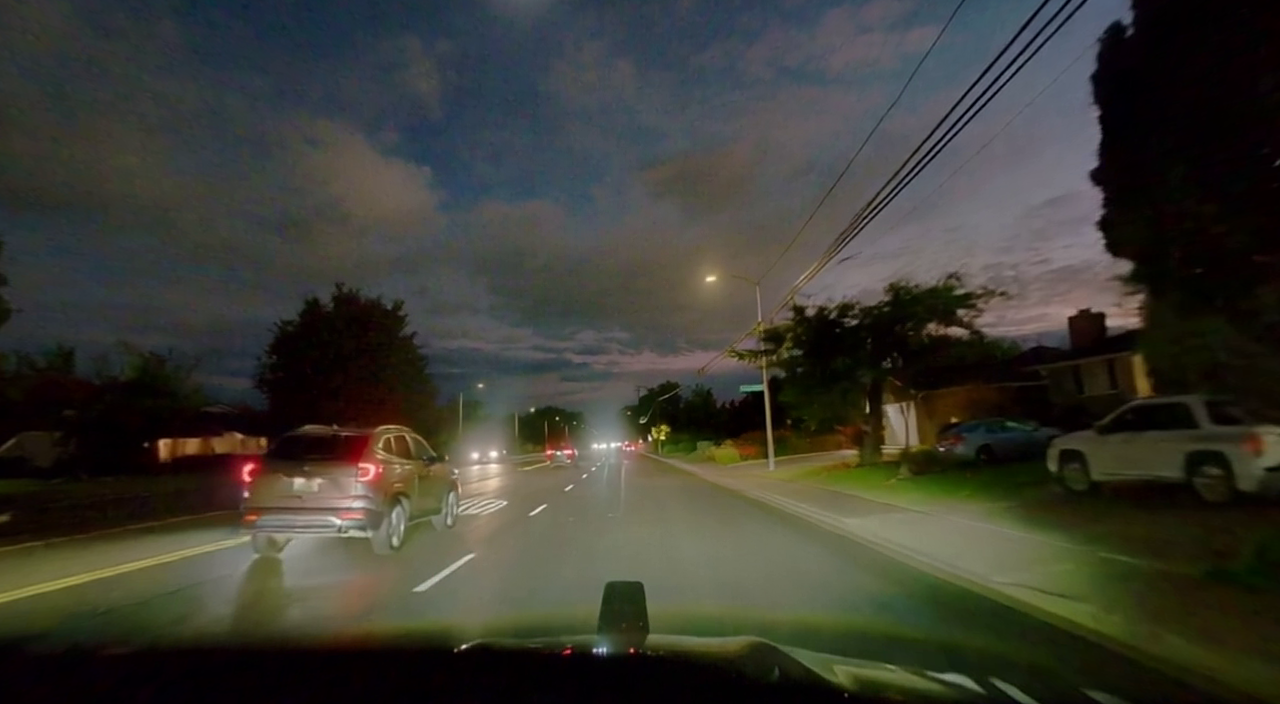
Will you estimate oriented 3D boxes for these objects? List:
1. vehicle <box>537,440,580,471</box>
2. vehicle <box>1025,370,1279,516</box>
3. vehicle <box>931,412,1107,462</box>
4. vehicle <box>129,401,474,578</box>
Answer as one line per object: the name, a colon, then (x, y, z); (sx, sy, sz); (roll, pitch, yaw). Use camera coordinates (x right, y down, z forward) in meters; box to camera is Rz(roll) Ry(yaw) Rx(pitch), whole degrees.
vehicle: (-4.144, 5.307, 32.519); (1.802, 1.528, 3.490); (0, -8, -1)
vehicle: (8.559, 1.314, 9.705); (1.934, 1.741, 4.793); (-6, -8, -3)
vehicle: (12.135, 2.758, 20.414); (4.411, 1.522, 2.004); (0, -8, -3)
vehicle: (-4.002, 1.706, 8.616); (2.190, 1.766, 4.394); (0, -8, 1)
